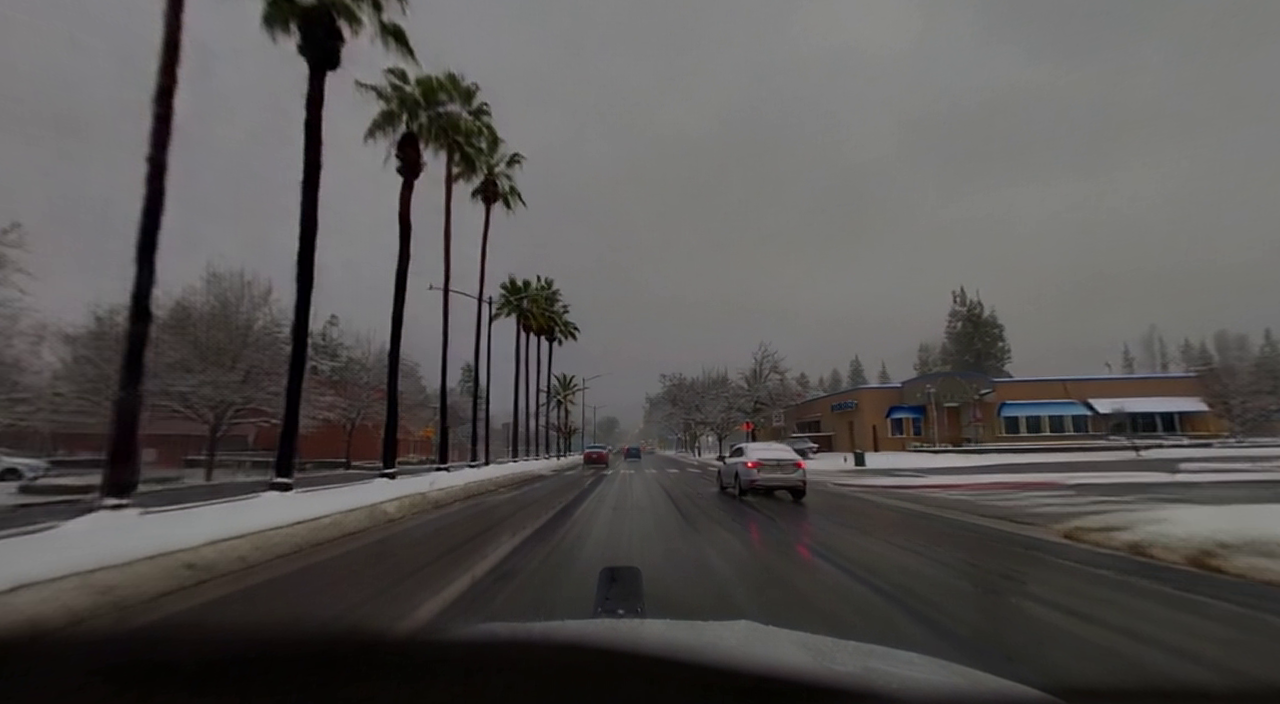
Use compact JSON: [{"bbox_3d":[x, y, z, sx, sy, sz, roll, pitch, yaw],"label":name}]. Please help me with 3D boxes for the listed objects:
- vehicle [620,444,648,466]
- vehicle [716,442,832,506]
[{"bbox_3d":[-0.477,8.088,49.636,2.102,1.653,3.698,0,-9,-1],"label":"vehicle"},{"bbox_3d":[3.507,3.290,17.569,2.090,1.503,4.566,0,-9,-2],"label":"vehicle"}]
